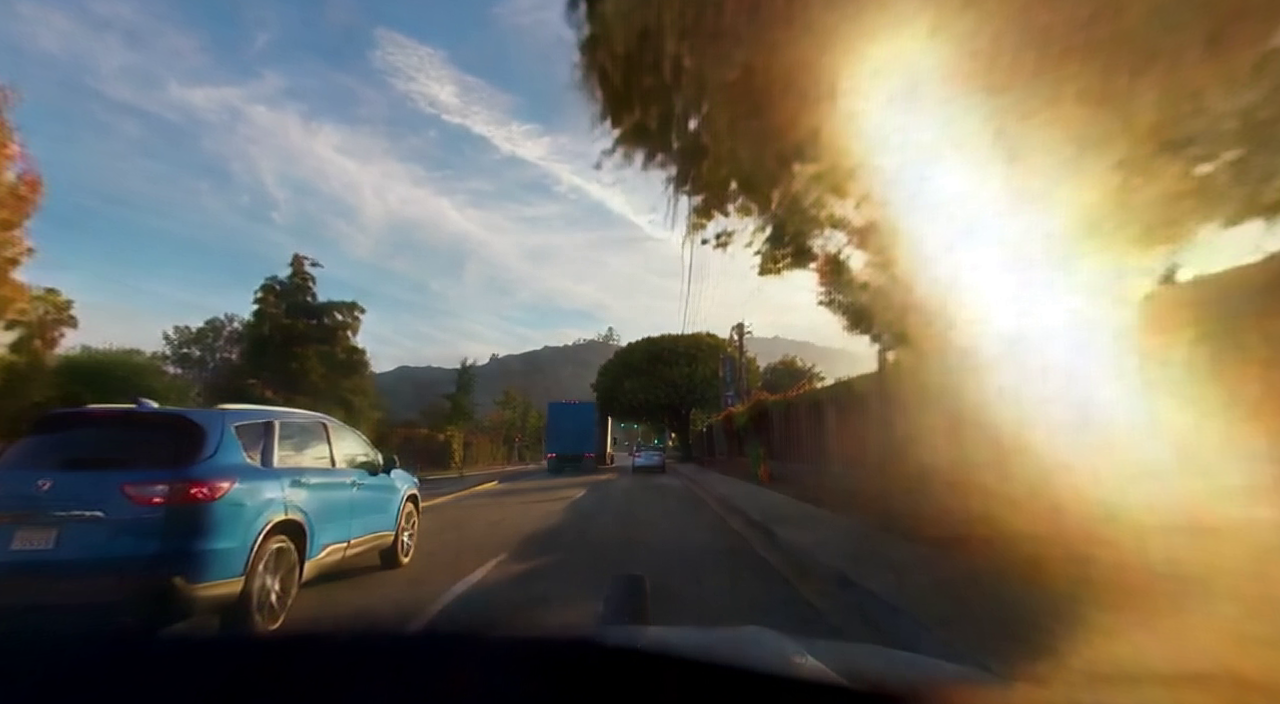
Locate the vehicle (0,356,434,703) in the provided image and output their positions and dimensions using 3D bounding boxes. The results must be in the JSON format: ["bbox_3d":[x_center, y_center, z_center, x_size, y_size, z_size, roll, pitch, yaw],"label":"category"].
[{"bbox_3d":[-3.588,1.264,5.318,2.093,1.832,4.508,0,-9,1],"label":"vehicle"}]

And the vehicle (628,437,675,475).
[{"bbox_3d":[0.565,5.122,31.208,2.174,1.749,4.113,0,-8,1],"label":"vehicle"}]

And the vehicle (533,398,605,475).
[{"bbox_3d":[-3.626,4.724,34.694,2.928,3.658,8.980,0,-8,0],"label":"vehicle"}]
